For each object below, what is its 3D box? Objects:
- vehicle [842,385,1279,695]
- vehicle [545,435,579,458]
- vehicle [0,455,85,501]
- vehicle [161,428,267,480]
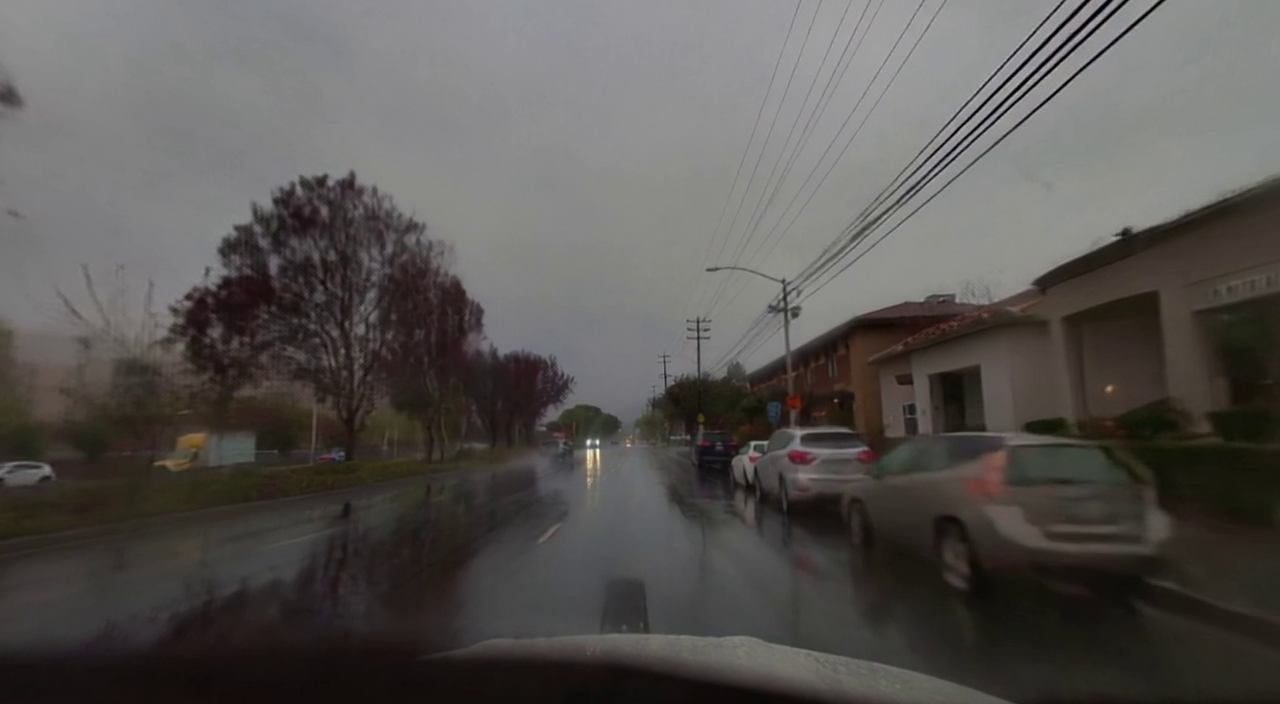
[{"bbox_3d":[3.675,1.356,5.850,2.041,1.661,4.773,0,-8,0],"label":"vehicle"},{"bbox_3d":[-5.986,7.299,48.858,2.000,1.671,4.497,0,-8,2],"label":"vehicle"},{"bbox_3d":[-25.783,5.093,25.710,2.121,1.699,4.506,0,-8,0],"label":"vehicle"},{"bbox_3d":[-25.689,6.171,38.433,2.223,2.895,5.824,0,-8,1],"label":"vehicle"}]
